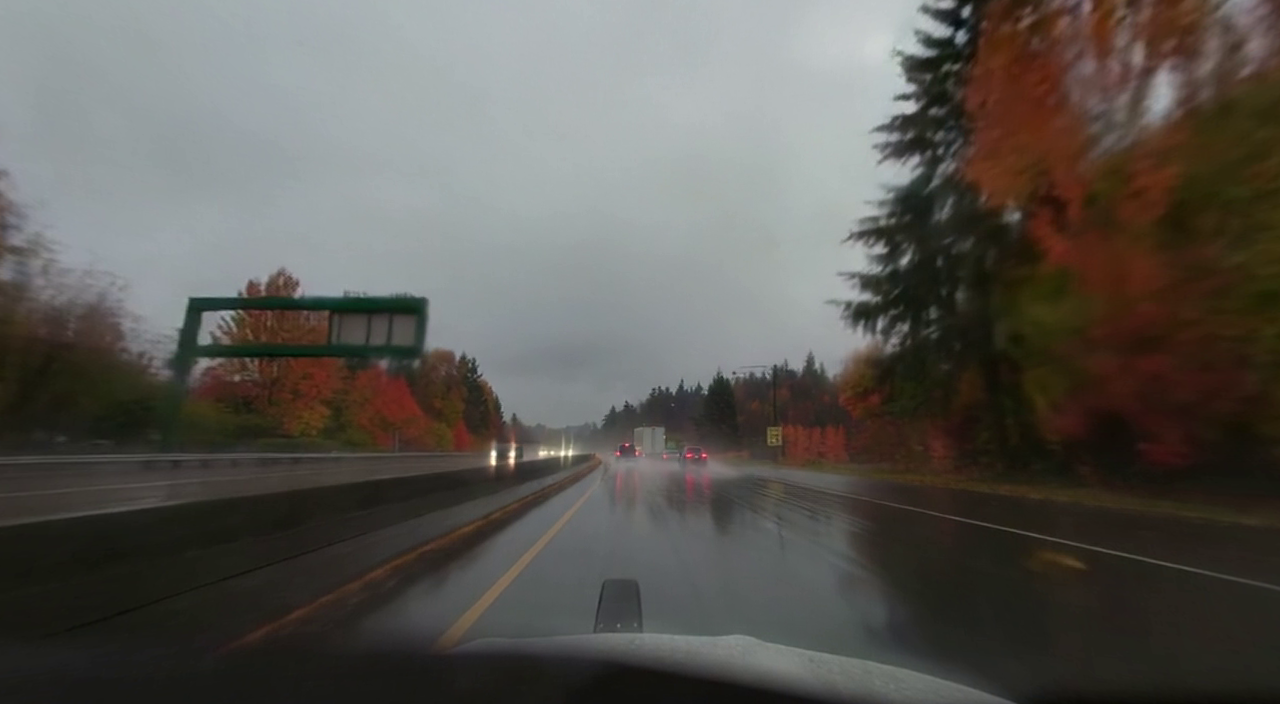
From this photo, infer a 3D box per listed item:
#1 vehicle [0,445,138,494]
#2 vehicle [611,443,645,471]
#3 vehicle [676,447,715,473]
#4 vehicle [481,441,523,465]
[{"bbox_3d":[-44.915,9.032,49.360,2.868,3.423,9.459,0,-8,-1],"label":"vehicle"},{"bbox_3d":[-0.805,6.981,41.804,2.151,1.693,4.201,0,-9,-2],"label":"vehicle"},{"bbox_3d":[3.412,6.683,39.005,1.968,1.513,3.911,0,-9,-1],"label":"vehicle"},{"bbox_3d":[-9.215,6.770,42.169,1.898,1.521,4.308,0,-9,-1],"label":"vehicle"}]
